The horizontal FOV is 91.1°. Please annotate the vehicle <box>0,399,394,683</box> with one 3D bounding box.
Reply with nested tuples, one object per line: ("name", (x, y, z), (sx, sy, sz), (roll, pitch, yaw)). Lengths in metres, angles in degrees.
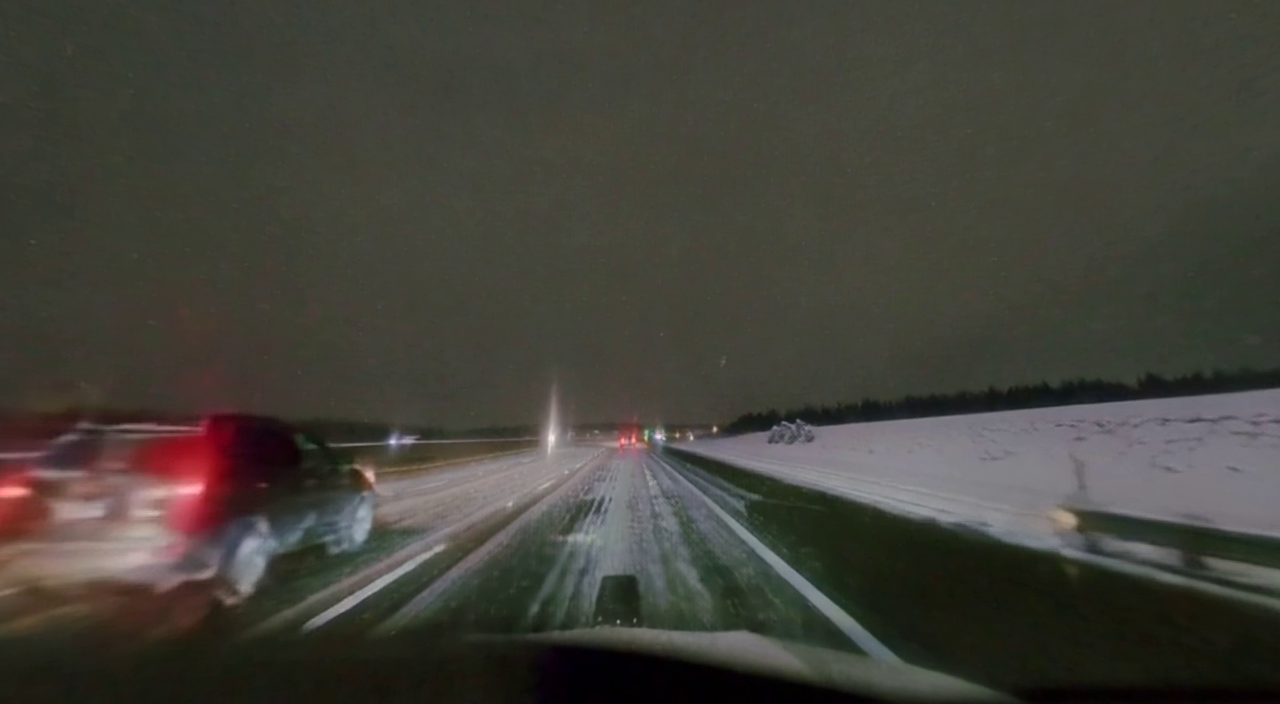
("vehicle", (-4.448, 1.403, 6.083), (2.129, 1.588, 4.980), (0, -8, 0))
